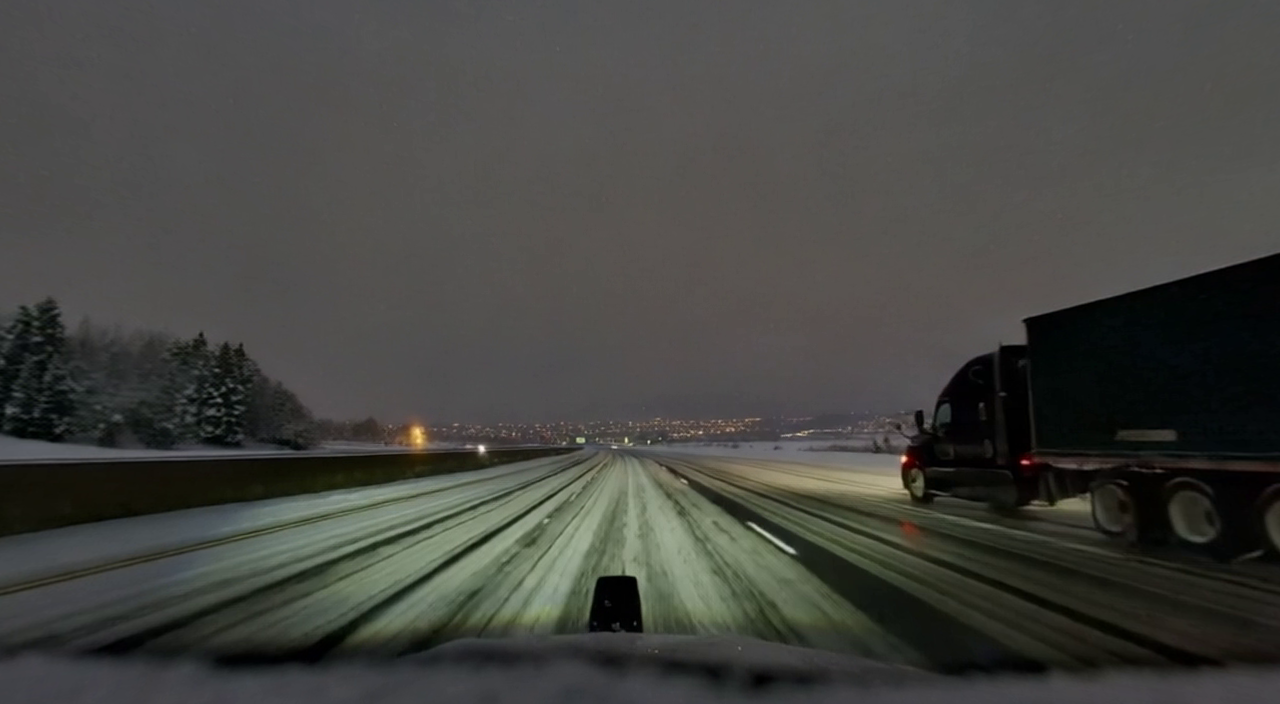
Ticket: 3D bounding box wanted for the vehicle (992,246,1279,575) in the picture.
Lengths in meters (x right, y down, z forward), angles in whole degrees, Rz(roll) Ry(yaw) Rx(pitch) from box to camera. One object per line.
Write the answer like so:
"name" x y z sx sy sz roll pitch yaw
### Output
"vehicle" 7.225 0.668 6.745 2.627 3.011 7.287 0 -8 0
